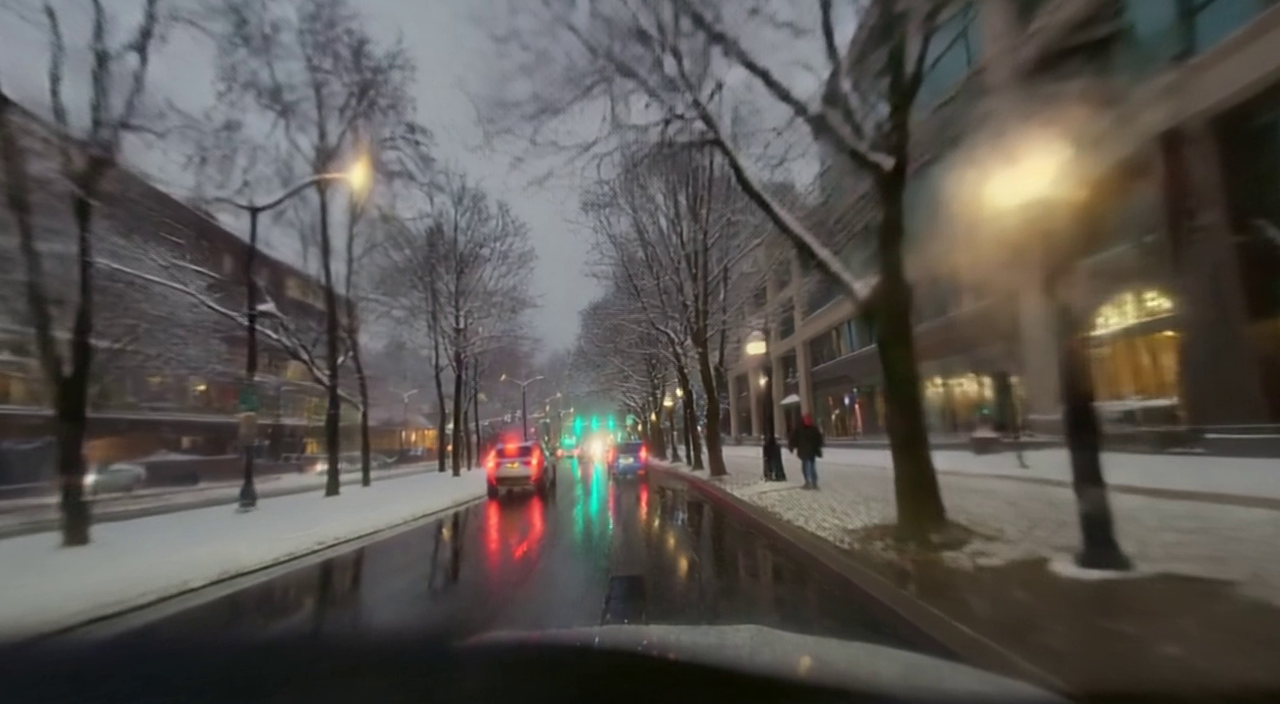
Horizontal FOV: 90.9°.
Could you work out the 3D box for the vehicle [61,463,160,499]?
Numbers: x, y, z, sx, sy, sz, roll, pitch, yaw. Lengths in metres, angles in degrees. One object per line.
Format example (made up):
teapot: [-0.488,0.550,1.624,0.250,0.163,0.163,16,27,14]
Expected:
vehicle: [-35.052,8.502,41.992,2.056,2.046,5.580,0,-8,-4]

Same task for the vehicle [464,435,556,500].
vehicle: [-3.730,3.361,18.754,1.940,1.722,3.823,0,-8,-1]

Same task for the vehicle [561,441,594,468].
vehicle: [-4.472,7.396,45.765,2.220,1.847,4.587,0,-8,-3]

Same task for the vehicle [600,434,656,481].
vehicle: [-0.531,4.271,25.768,2.120,1.758,3.917,0,-8,-2]
